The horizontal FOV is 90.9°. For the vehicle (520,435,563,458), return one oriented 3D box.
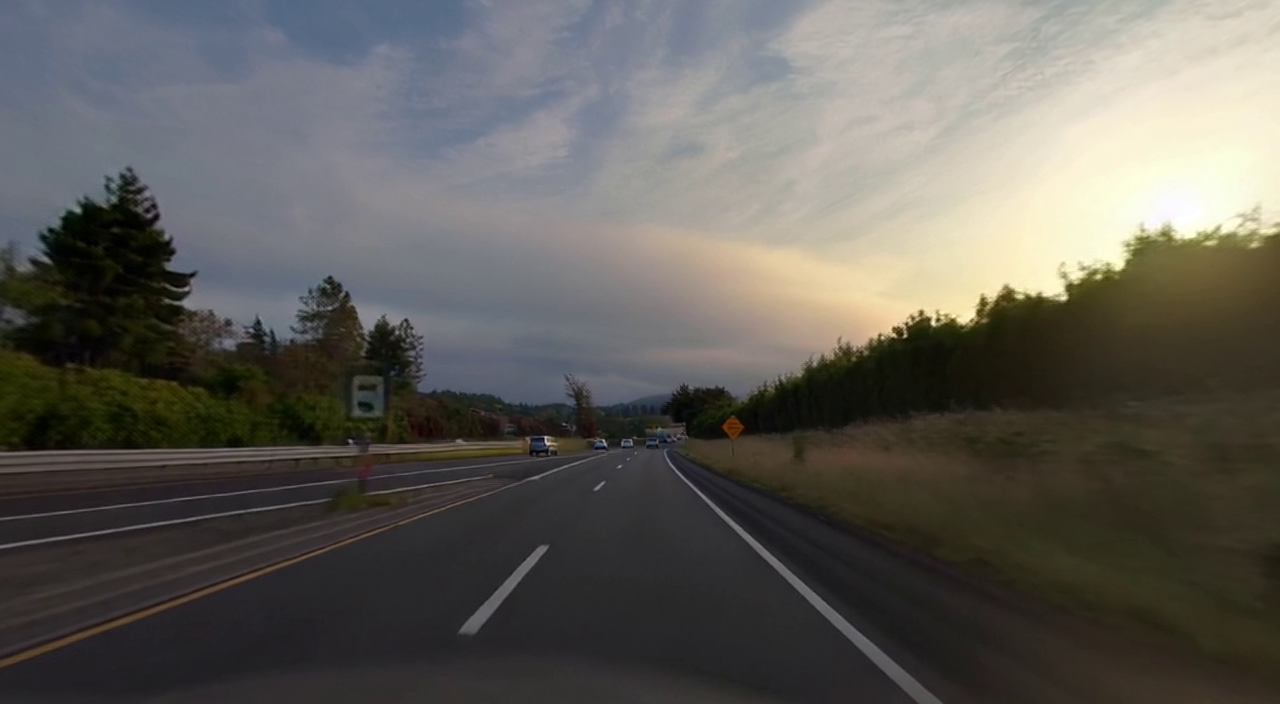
[{"bbox_3d":[-7.212,6.984,46.588,2.141,1.612,3.998,-1,-8,7],"label":"vehicle"}]
